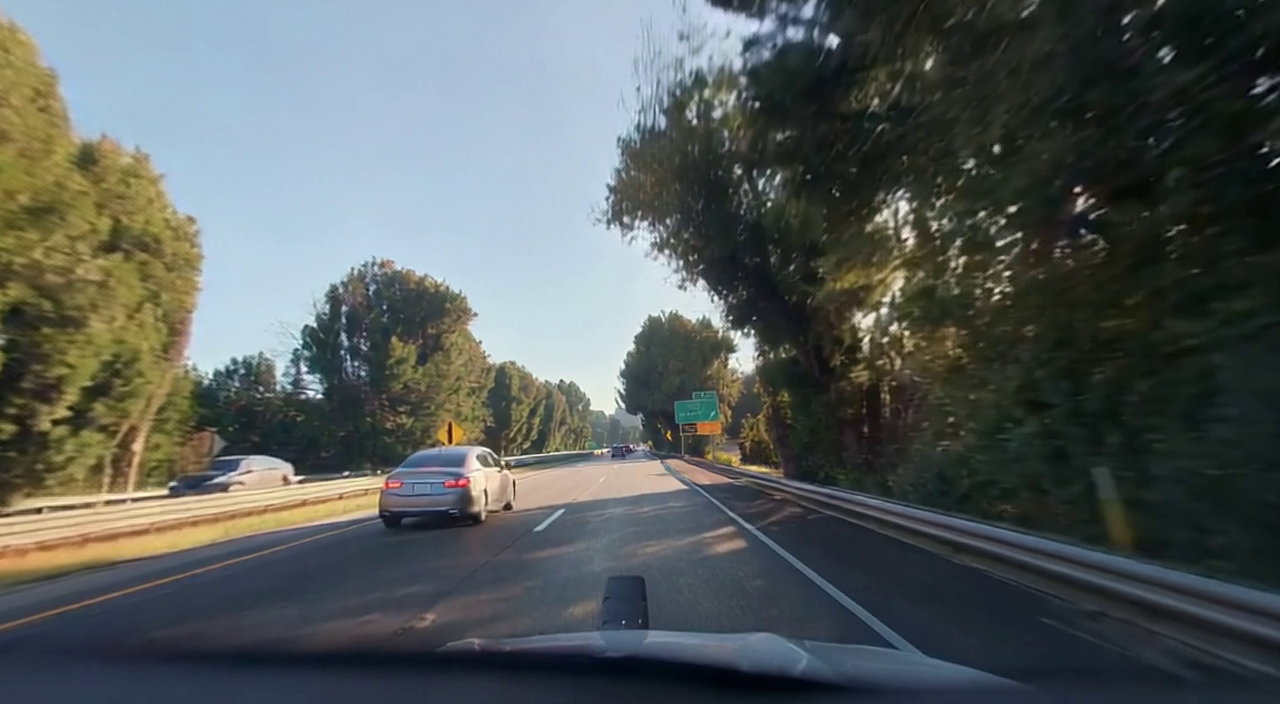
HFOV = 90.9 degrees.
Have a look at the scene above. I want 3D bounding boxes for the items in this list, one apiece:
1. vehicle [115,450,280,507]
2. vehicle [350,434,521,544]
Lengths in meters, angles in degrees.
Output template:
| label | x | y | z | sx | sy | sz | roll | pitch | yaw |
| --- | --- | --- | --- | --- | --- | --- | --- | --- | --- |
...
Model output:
| label | x | y | z | sx | sy | sz | roll | pitch | yaw |
| --- | --- | --- | --- | --- | --- | --- | --- | --- | --- |
| vehicle | -15.305 | 4.349 | 22.269 | 2.122 | 1.763 | 4.903 | -1 | -9 | 2 |
| vehicle | -3.238 | 2.221 | 10.750 | 1.675 | 1.537 | 3.574 | 0 | -9 | 1 |
